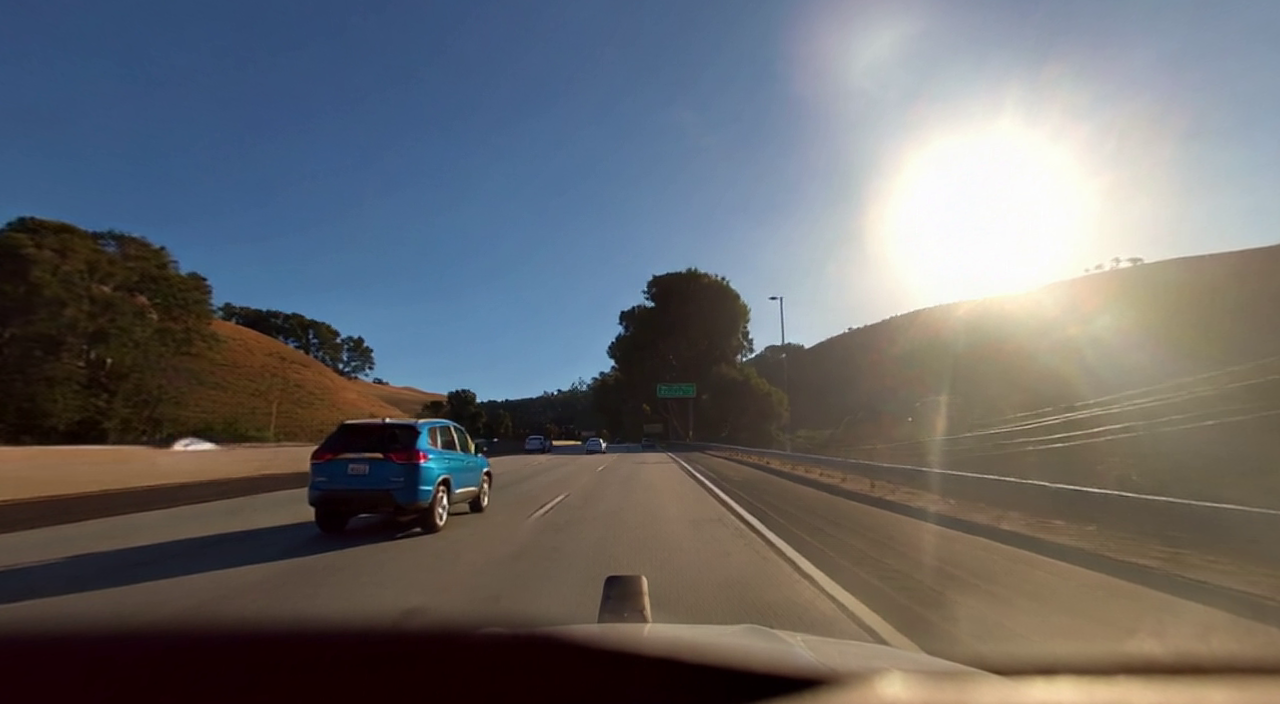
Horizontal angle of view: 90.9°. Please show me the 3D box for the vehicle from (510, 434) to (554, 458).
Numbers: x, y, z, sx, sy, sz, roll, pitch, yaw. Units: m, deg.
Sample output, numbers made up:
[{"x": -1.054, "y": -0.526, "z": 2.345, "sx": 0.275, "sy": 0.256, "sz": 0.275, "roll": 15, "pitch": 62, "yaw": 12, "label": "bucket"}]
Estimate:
[{"x": -7.003, "y": 6.159, "z": 41.295, "sx": 1.963, "sy": 1.476, "sz": 4.739, "roll": 0, "pitch": -8, "yaw": 2, "label": "vehicle"}]

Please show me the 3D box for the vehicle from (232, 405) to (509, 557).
[{"x": -3.546, "y": 1.795, "z": 9.469, "sx": 2.138, "sy": 1.718, "sz": 4.415, "roll": 0, "pitch": -8, "yaw": 1, "label": "vehicle"}]

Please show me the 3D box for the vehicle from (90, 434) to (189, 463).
[{"x": -28.440, "y": 5.499, "z": 36.067, "sx": 1.901, "sy": 1.540, "sz": 4.517, "roll": 0, "pitch": -8, "yaw": 1, "label": "vehicle"}]
